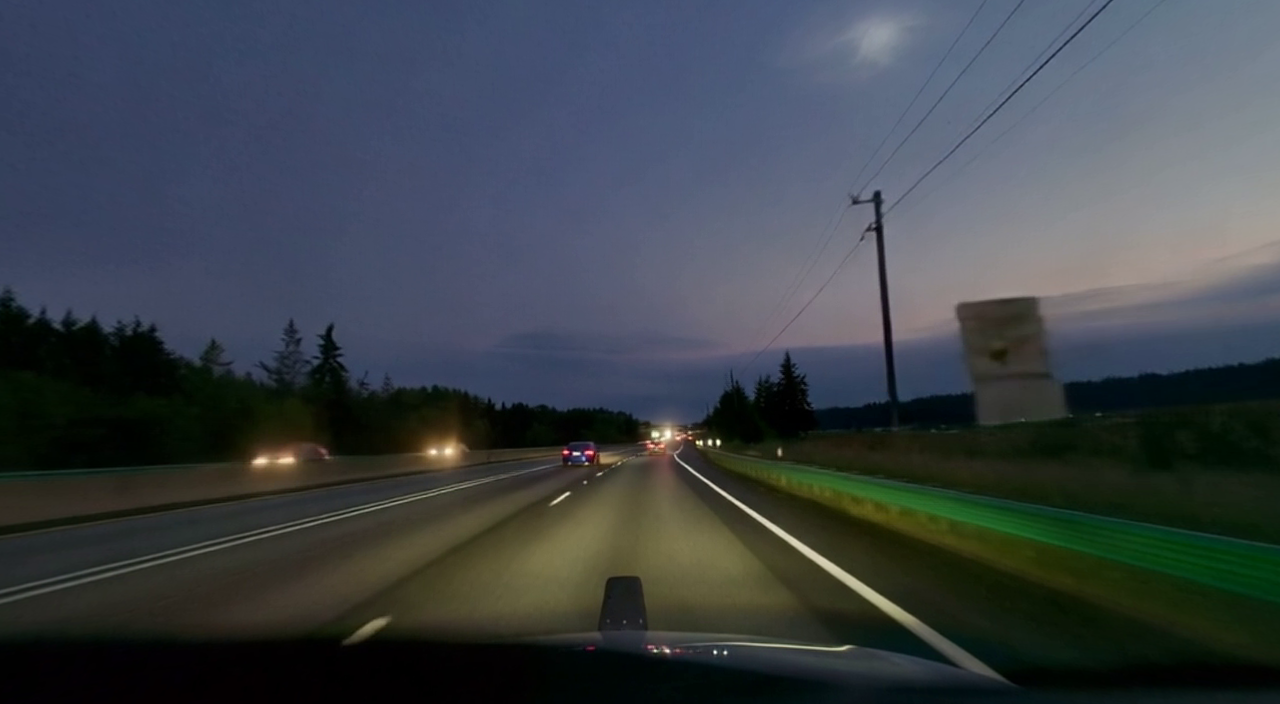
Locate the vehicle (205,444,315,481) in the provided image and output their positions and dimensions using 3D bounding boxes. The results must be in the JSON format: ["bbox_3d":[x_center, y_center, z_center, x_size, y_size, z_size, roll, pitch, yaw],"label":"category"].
[{"bbox_3d":[-16.258,4.709,27.267,1.887,1.449,4.447,0,-8,2],"label":"vehicle"}]

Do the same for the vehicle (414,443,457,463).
[{"bbox_3d":[-15.613,7.698,48.210,1.986,1.424,3.739,0,-8,2],"label":"vehicle"}]

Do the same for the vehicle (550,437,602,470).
[{"bbox_3d":[-3.156,5.099,31.761,2.021,1.515,4.453,0,-8,2],"label":"vehicle"}]
